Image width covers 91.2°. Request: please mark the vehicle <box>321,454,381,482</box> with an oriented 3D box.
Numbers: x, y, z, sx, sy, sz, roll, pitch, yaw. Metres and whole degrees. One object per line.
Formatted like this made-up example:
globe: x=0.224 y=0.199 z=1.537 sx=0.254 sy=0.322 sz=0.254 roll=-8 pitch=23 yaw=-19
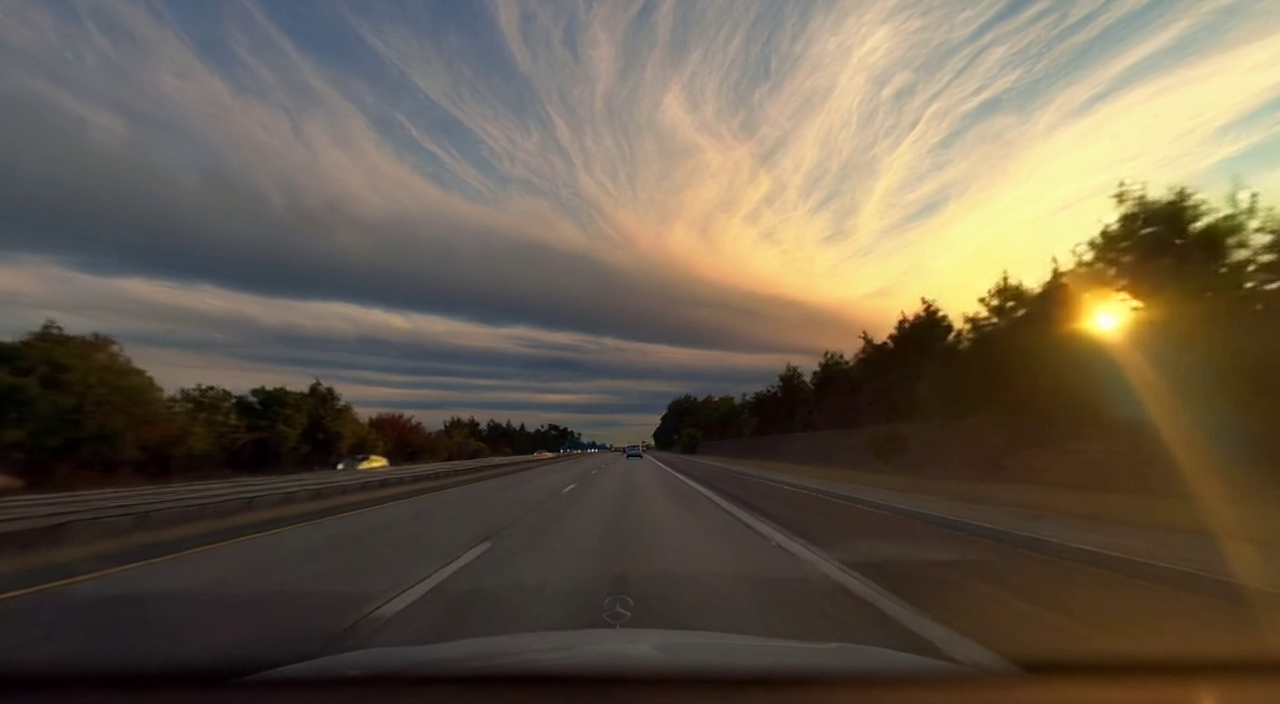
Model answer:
vehicle: x=-17.491 y=7.023 z=38.175 sx=1.670 sy=1.532 sz=4.187 roll=0 pitch=-9 yaw=-1
